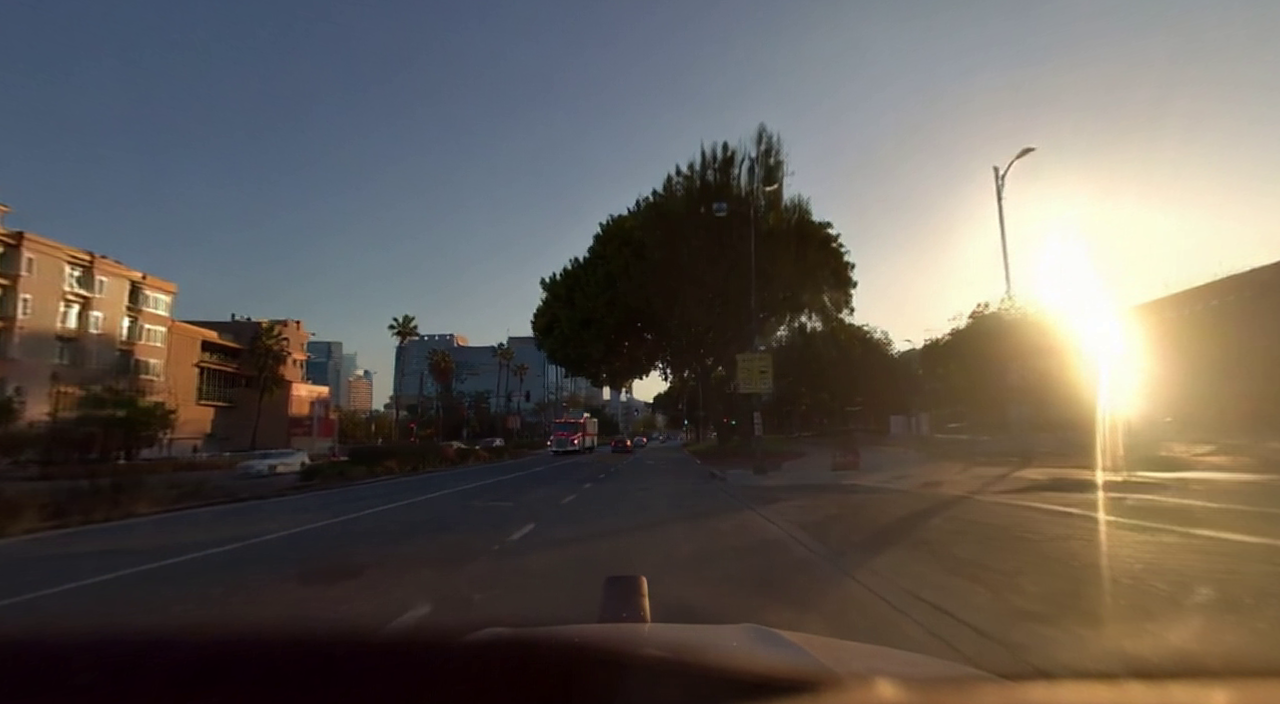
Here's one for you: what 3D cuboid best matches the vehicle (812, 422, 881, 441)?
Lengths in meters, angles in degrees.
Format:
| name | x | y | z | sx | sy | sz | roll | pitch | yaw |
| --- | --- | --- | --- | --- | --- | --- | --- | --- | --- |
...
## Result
| name | x | y | z | sx | sy | sz | roll | pitch | yaw |
| --- | --- | --- | --- | --- | --- | --- | --- | --- | --- |
| vehicle | 16.026 | 6.183 | 48.943 | 4.663 | 1.457 | 2.045 | -1 | -7 | 3 |

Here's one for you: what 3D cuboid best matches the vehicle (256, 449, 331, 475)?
| name | x | y | z | sx | sy | sz | roll | pitch | yaw |
| --- | --- | --- | --- | --- | --- | --- | --- | --- | --- |
| vehicle | -21.783 | 6.936 | 39.695 | 1.945 | 1.504 | 4.566 | -1 | -9 | 3 |
